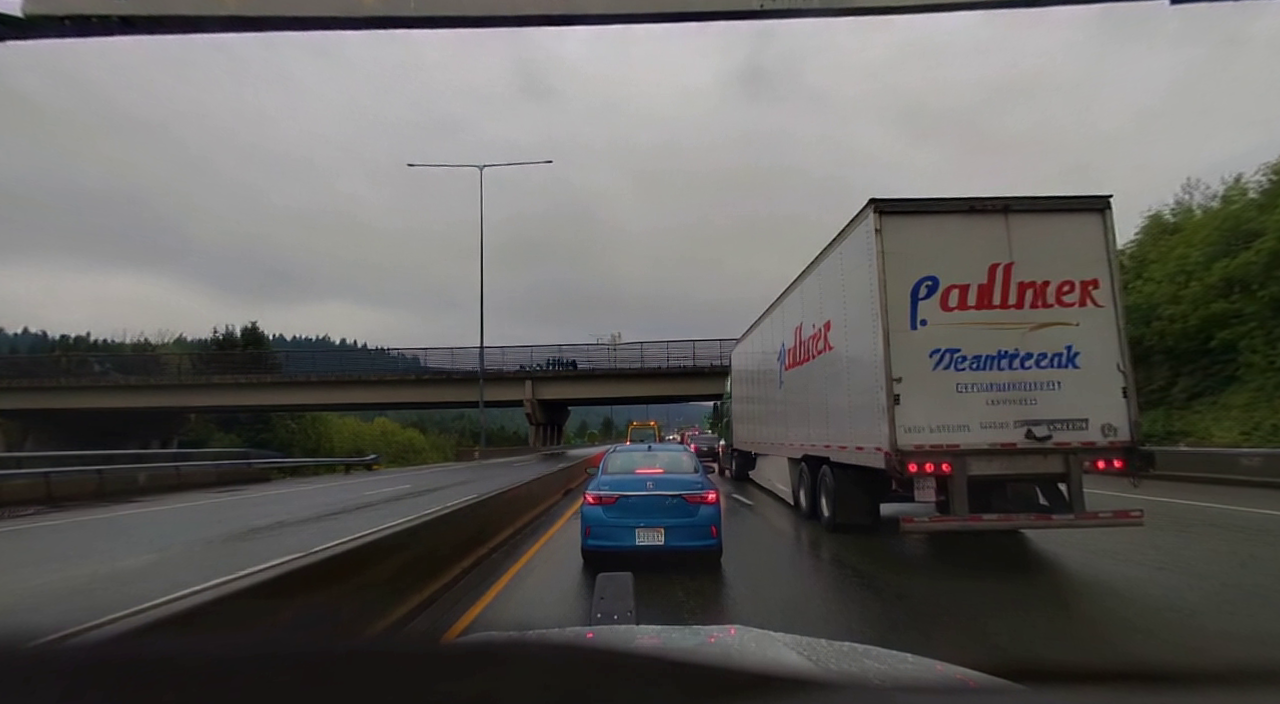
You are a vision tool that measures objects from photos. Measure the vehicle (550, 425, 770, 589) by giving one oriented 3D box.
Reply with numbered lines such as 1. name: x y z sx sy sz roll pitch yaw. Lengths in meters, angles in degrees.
1. vehicle: 0.170 1.705 7.726 2.045 1.490 3.597 -1 -8 0

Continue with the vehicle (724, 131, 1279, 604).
1. vehicle: 4.222 1.019 12.501 2.827 4.081 14.305 0 -8 -1
